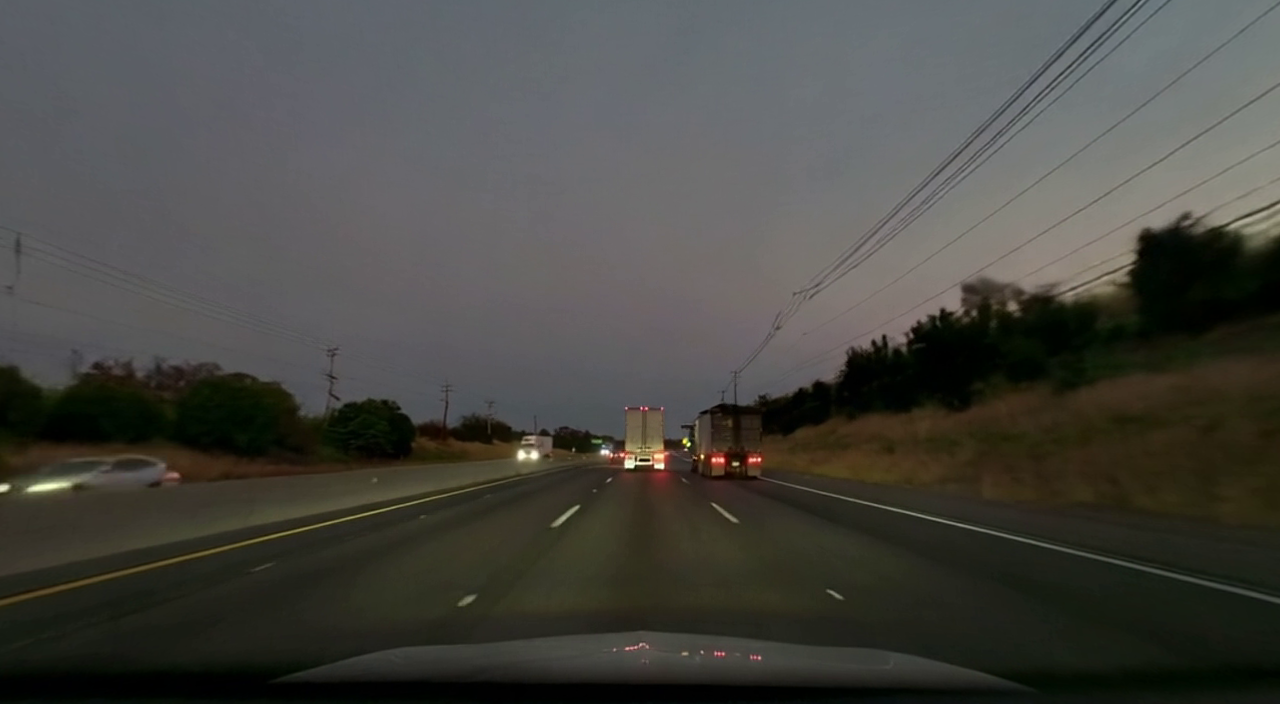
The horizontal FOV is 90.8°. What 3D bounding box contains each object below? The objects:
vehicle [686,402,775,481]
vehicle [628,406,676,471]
[{"bbox_3d":[4.208,4.559,31.588,2.938,3.378,8.820,0,-9,-1],"label":"vehicle"},{"bbox_3d":[0.653,6.556,46.790,2.997,4.076,13.224,0,-9,-1],"label":"vehicle"}]
